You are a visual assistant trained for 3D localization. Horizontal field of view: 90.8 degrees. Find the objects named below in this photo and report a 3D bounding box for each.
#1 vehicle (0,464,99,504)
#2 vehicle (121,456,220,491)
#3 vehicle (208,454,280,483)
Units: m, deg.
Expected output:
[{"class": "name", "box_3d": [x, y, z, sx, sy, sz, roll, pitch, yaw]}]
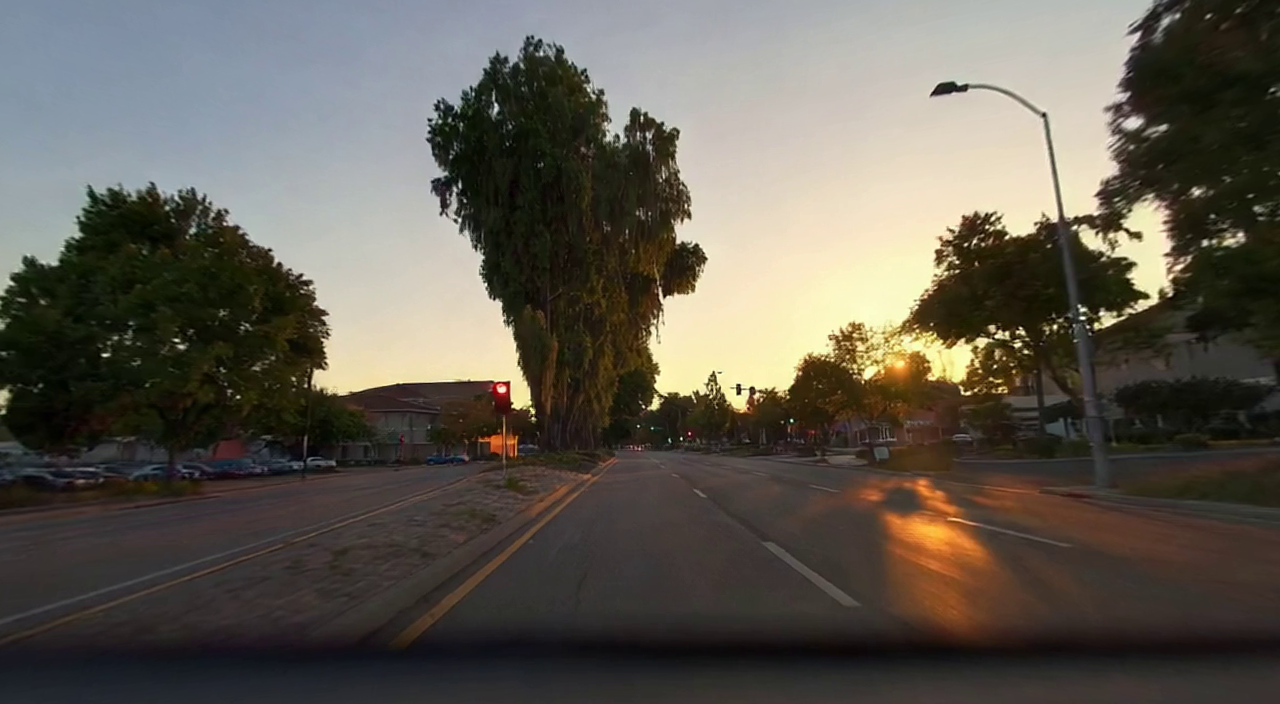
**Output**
[{"class": "vehicle", "box_3d": [-25.920, 5.512, 26.479, 4.351, 1.478, 2.035, 2, -9, -15]}, {"class": "vehicle", "box_3d": [-25.809, 6.635, 34.933, 1.864, 1.721, 4.249, -1, -9, 6]}, {"class": "vehicle", "box_3d": [-25.365, 7.465, 40.665, 1.949, 1.662, 4.589, 0, -9, -4]}]
